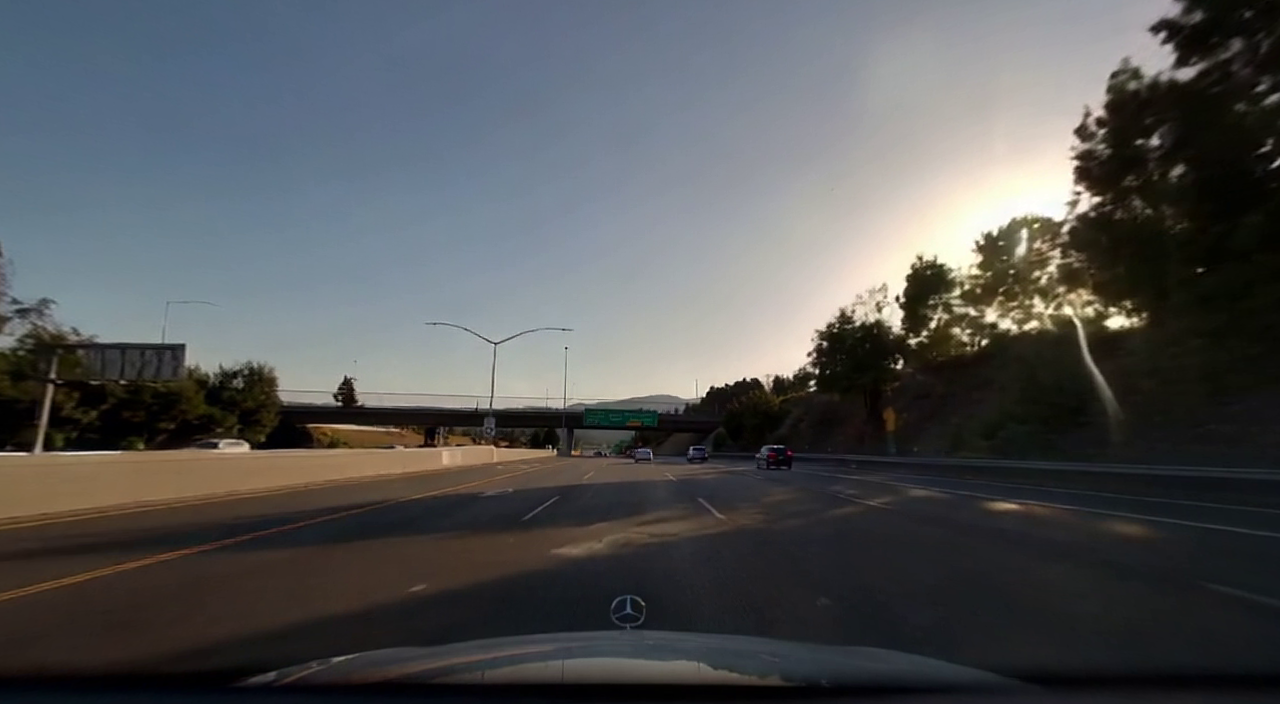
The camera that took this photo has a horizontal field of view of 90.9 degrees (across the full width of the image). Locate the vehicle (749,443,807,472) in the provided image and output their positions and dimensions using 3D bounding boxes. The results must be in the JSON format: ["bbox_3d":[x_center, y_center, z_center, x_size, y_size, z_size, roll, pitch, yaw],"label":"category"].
[{"bbox_3d":[7.771,6.014,36.030,2.031,1.524,4.657,0,-9,-3],"label":"vehicle"}]

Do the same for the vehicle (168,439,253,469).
[{"bbox_3d":[-26.405,6.296,38.936,2.081,1.712,4.467,0,-9,0],"label":"vehicle"}]
